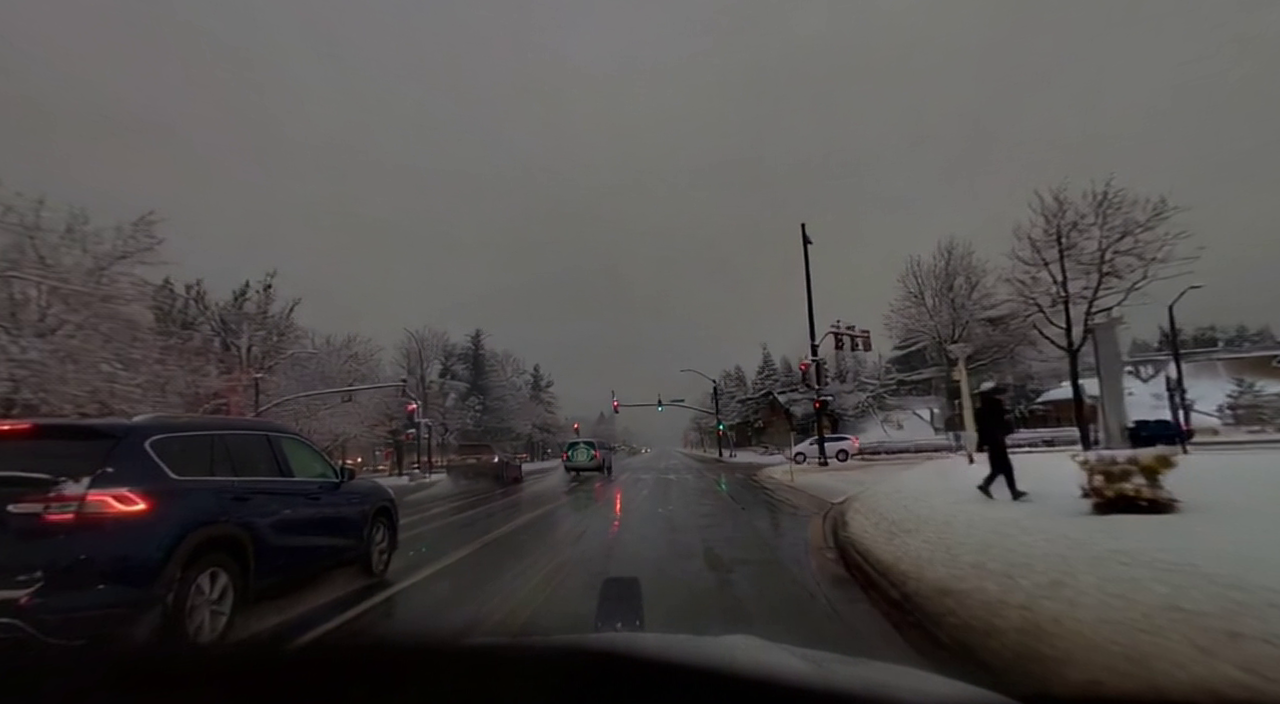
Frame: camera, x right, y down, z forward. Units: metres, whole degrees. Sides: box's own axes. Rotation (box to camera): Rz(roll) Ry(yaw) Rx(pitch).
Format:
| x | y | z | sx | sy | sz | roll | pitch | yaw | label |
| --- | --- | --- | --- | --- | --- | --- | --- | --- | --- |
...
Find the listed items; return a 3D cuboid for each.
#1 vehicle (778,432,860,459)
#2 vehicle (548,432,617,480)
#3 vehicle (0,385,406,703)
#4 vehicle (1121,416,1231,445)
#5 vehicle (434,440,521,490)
| x | y | z | sx | sy | sz | roll | pitch | yaw | label |
| --- | --- | --- | --- | --- | --- | --- | --- | --- | --- |
| 12.196 | 6.377 | 43.202 | 4.916 | 1.746 | 2.077 | -6 | -10 | 35 | vehicle |
| -2.386 | 4.541 | 27.487 | 2.167 | 1.832 | 4.679 | -2 | -10 | 5 | vehicle |
| -3.751 | 1.295 | 5.062 | 2.002 | 1.664 | 4.113 | 0 | -8 | 3 | vehicle |
| 32.593 | 4.838 | 38.642 | 4.852 | 1.680 | 1.997 | -6 | -10 | 35 | vehicle |
| -6.706 | 4.690 | 26.617 | 2.160 | 1.779 | 4.549 | -4 | -9 | 4 | vehicle |
